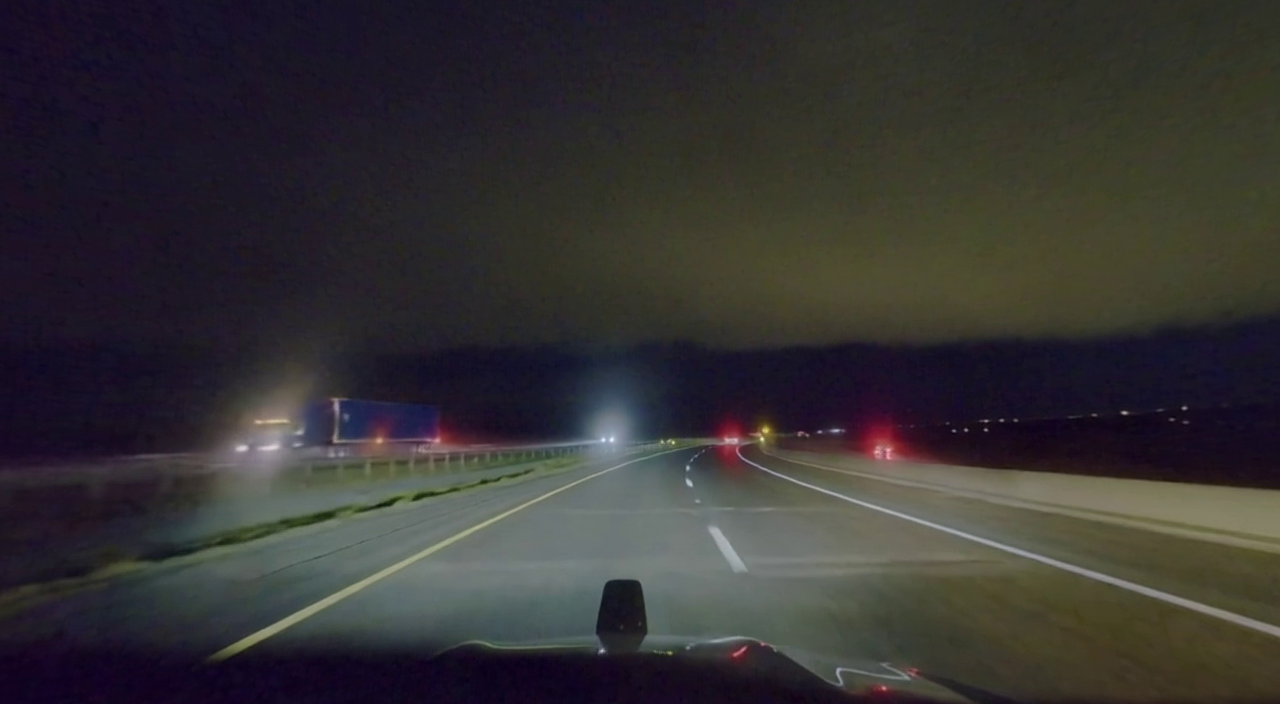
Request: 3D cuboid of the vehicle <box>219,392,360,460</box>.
[{"bbox_3d":[-22.038,4.904,40.573,3.027,3.888,9.085,-1,-9,6],"label":"vehicle"}]
